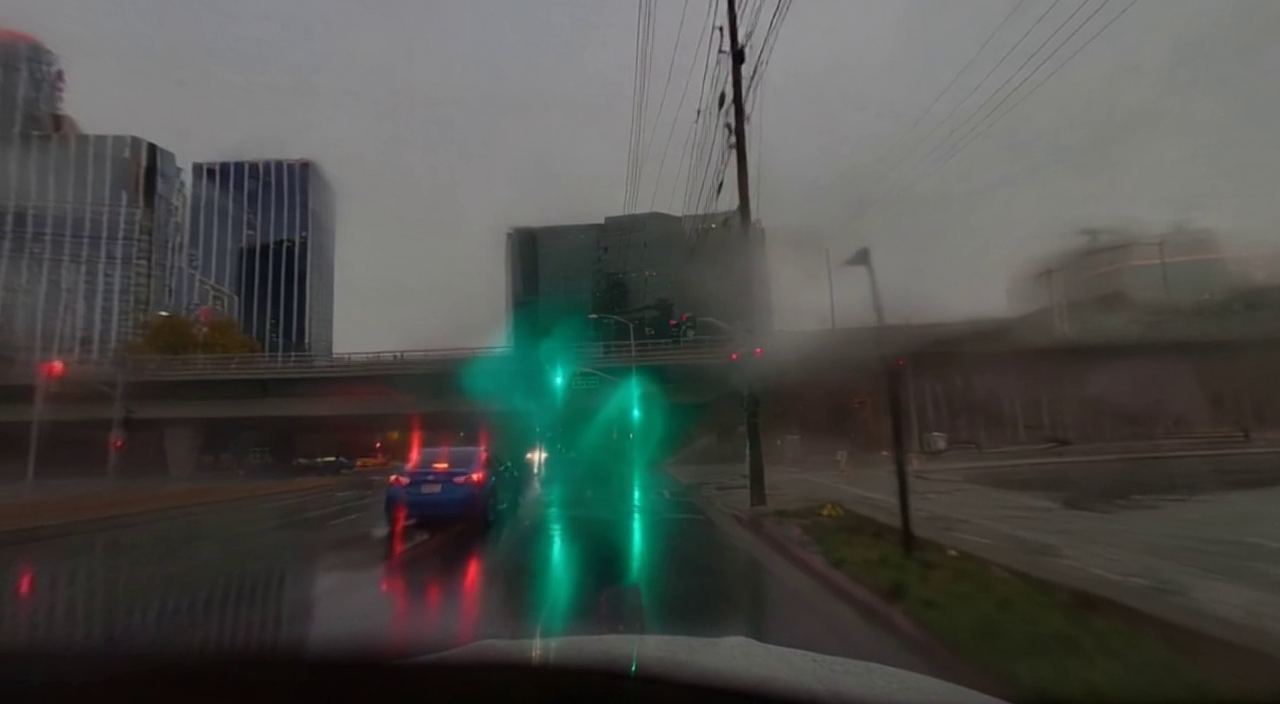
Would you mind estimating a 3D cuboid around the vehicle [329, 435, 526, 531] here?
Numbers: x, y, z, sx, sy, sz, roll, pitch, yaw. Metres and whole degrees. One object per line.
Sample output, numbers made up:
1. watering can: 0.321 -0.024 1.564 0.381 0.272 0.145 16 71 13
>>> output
1. vehicle: -3.704 2.386 12.085 2.154 1.465 4.532 0 -9 0
